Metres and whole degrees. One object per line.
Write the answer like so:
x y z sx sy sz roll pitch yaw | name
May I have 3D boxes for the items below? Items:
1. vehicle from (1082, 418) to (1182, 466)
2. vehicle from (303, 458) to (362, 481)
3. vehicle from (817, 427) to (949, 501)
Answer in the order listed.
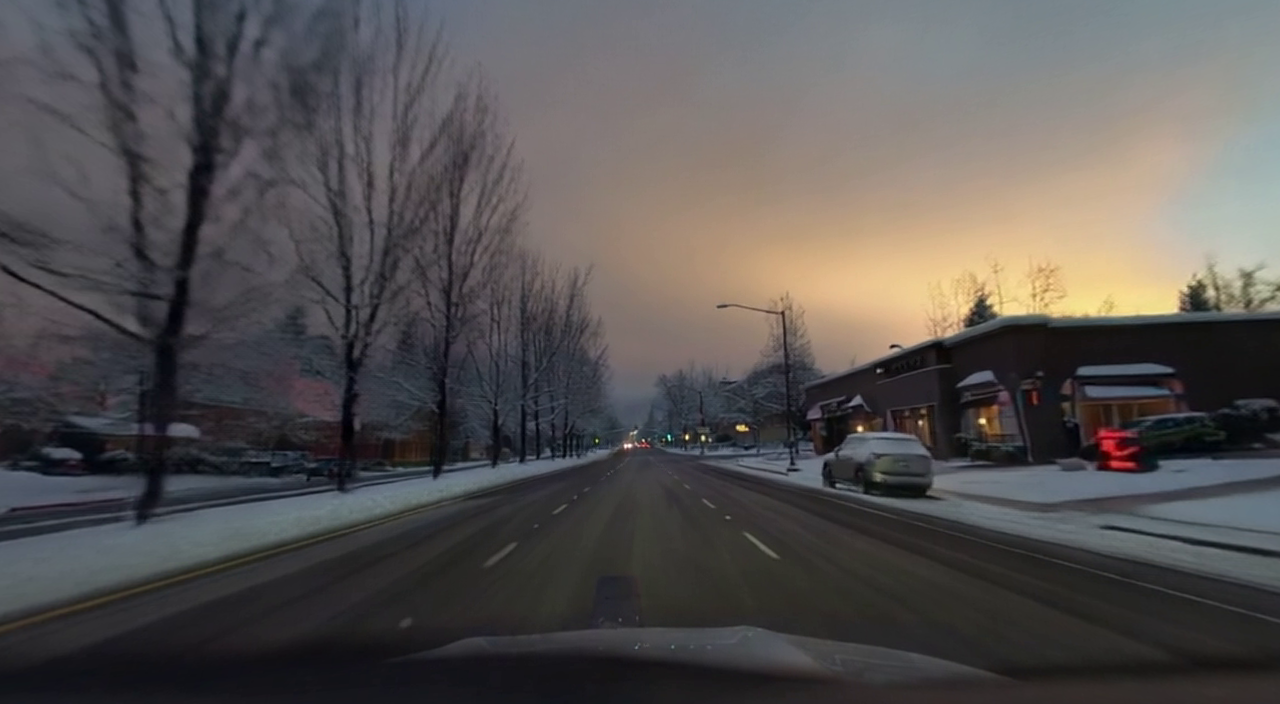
14.352 2.629 18.387 3.386 1.301 0.852 5 -10 -28 | vehicle
-22.285 8.523 46.088 1.164 1.469 6.173 0 -9 0 | vehicle
6.971 3.260 18.788 1.954 1.907 4.736 0 -9 -1 | vehicle
